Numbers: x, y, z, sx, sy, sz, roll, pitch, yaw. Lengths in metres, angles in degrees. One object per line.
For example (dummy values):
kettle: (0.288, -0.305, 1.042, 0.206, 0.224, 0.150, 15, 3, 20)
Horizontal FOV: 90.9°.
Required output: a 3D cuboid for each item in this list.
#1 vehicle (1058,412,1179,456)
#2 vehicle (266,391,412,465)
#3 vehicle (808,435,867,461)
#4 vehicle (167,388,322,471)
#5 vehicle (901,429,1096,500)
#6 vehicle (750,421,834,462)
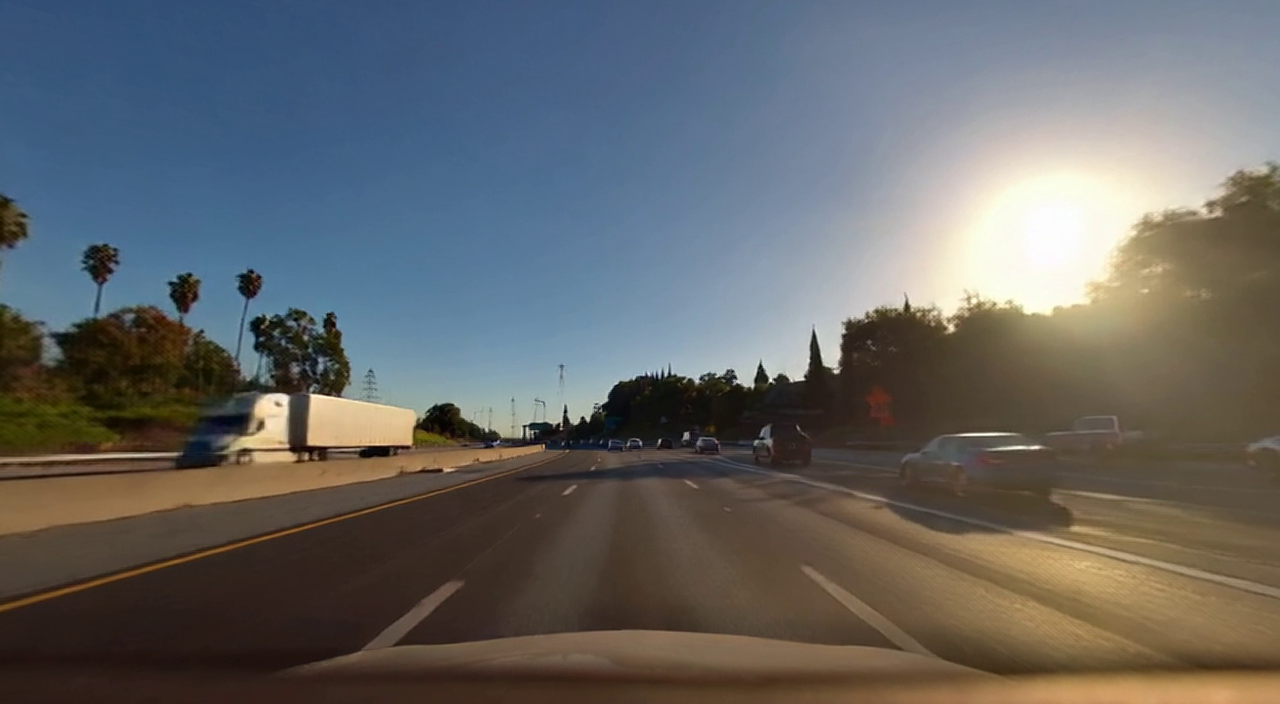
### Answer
vehicle: (23.673, 4.124, 31.497, 2.085, 1.989, 4.825, 0, -8, -2)
vehicle: (-20.199, 5.544, 44.362, 2.881, 4.181, 16.486, 0, -8, -2)
vehicle: (11.959, 5.846, 38.563, 1.846, 1.480, 4.752, 0, -8, -4)
vehicle: (-19.756, 4.043, 32.265, 3.084, 3.707, 7.432, 0, -8, -1)
vehicle: (8.460, 2.695, 15.501, 2.080, 1.457, 4.404, 0, -8, -2)
vehicle: (8.034, 4.879, 34.197, 2.622, 1.977, 6.537, 0, -8, -3)
